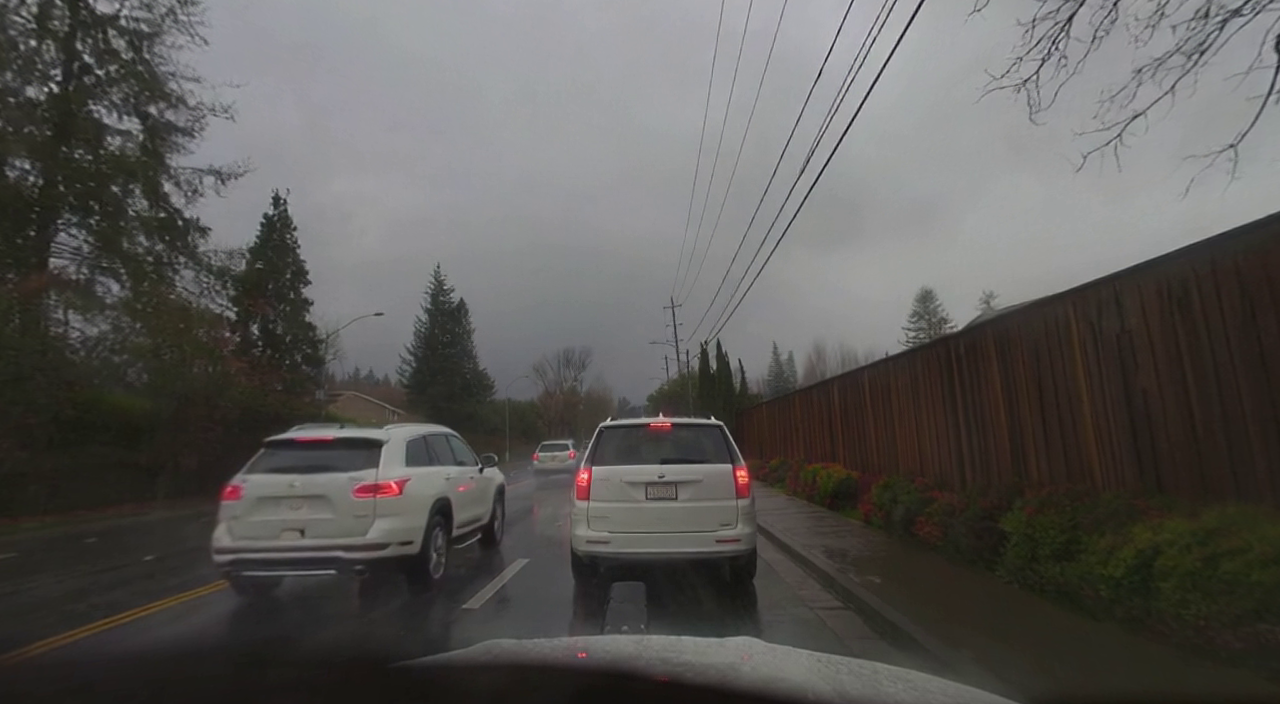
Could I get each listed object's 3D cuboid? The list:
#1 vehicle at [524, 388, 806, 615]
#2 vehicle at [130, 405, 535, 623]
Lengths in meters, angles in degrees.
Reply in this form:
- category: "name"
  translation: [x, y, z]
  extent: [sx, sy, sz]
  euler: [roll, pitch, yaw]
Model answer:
- category: "vehicle"
  translation: [0.187, 1.464, 7.025]
  extent: [2.174, 1.749, 4.113]
  euler: [0, -9, 0]
- category: "vehicle"
  translation: [-2.758, 1.592, 7.232]
  extent: [2.176, 1.653, 4.666]
  euler: [0, -9, 2]
